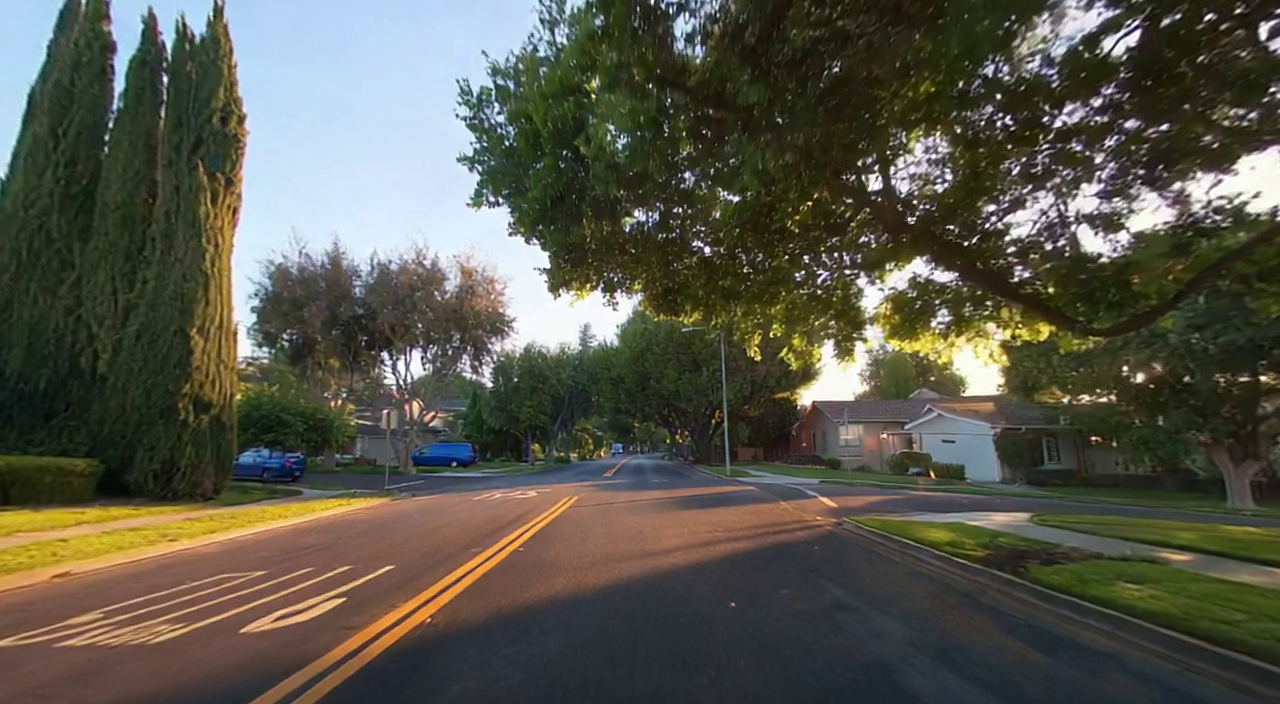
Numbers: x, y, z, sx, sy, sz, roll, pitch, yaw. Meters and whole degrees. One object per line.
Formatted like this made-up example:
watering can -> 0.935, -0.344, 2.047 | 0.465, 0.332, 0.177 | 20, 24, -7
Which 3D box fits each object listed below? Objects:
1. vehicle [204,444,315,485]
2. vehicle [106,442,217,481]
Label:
vehicle -> -17.671, 5.163, 29.324 | 4.876, 1.763, 2.016 | -5, -10, 27
vehicle -> -25.230, 5.711, 33.250 | 5.987, 1.881, 2.249 | -5, -10, 29
